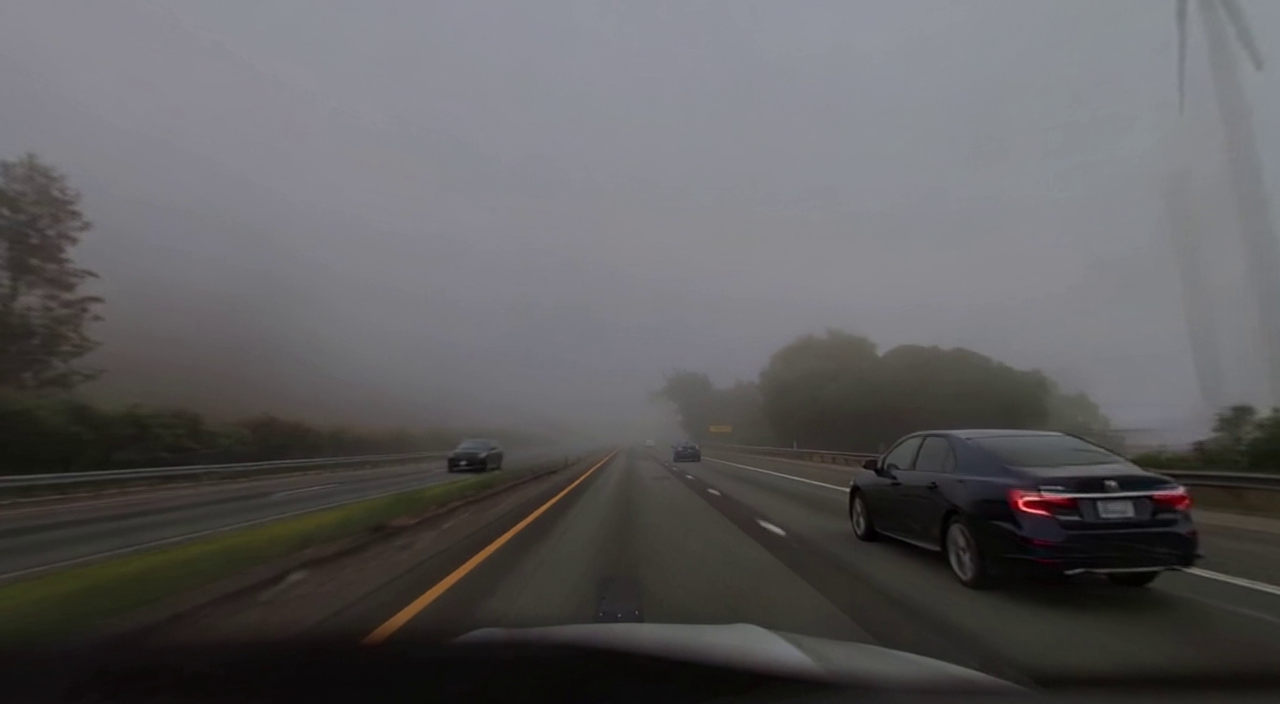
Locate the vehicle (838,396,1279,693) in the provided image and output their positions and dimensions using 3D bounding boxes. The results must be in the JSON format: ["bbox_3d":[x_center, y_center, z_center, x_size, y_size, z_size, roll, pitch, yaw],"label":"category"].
[{"bbox_3d":[3.576,1.351,5.706,2.038,1.624,4.312,0,-8,-1],"label":"vehicle"}]

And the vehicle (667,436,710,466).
[{"bbox_3d":[2.803,5.836,37.455,2.066,1.661,4.500,0,-8,-2],"label":"vehicle"}]

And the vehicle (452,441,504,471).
[{"bbox_3d":[-8.971,5.777,35.082,1.886,1.540,3.814,0,-8,0],"label":"vehicle"}]
